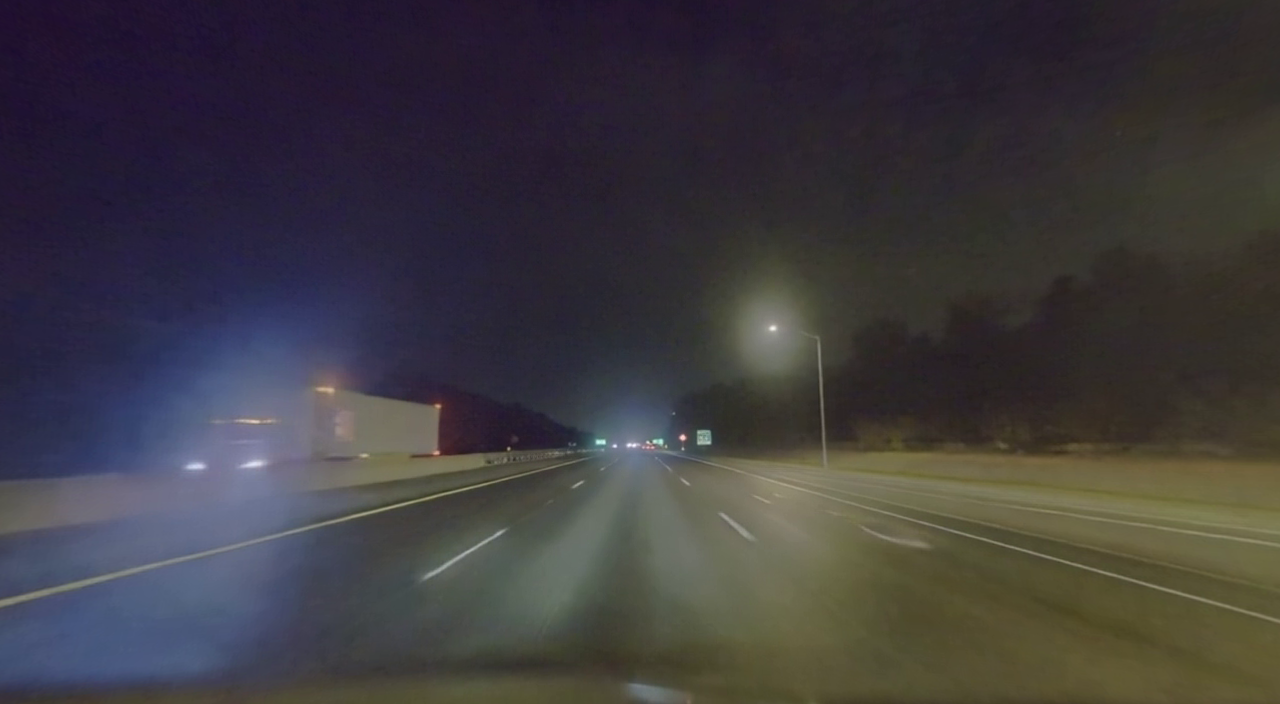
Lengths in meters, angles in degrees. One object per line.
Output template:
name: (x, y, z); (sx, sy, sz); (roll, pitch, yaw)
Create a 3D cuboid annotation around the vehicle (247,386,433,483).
vehicle: (-15.063, 4.518, 33.853); (2.970, 4.086, 14.344); (0, -8, 0)

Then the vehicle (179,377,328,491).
vehicle: (-15.023, 3.249, 24.907); (2.989, 4.083, 4.195); (1, -8, 0)
